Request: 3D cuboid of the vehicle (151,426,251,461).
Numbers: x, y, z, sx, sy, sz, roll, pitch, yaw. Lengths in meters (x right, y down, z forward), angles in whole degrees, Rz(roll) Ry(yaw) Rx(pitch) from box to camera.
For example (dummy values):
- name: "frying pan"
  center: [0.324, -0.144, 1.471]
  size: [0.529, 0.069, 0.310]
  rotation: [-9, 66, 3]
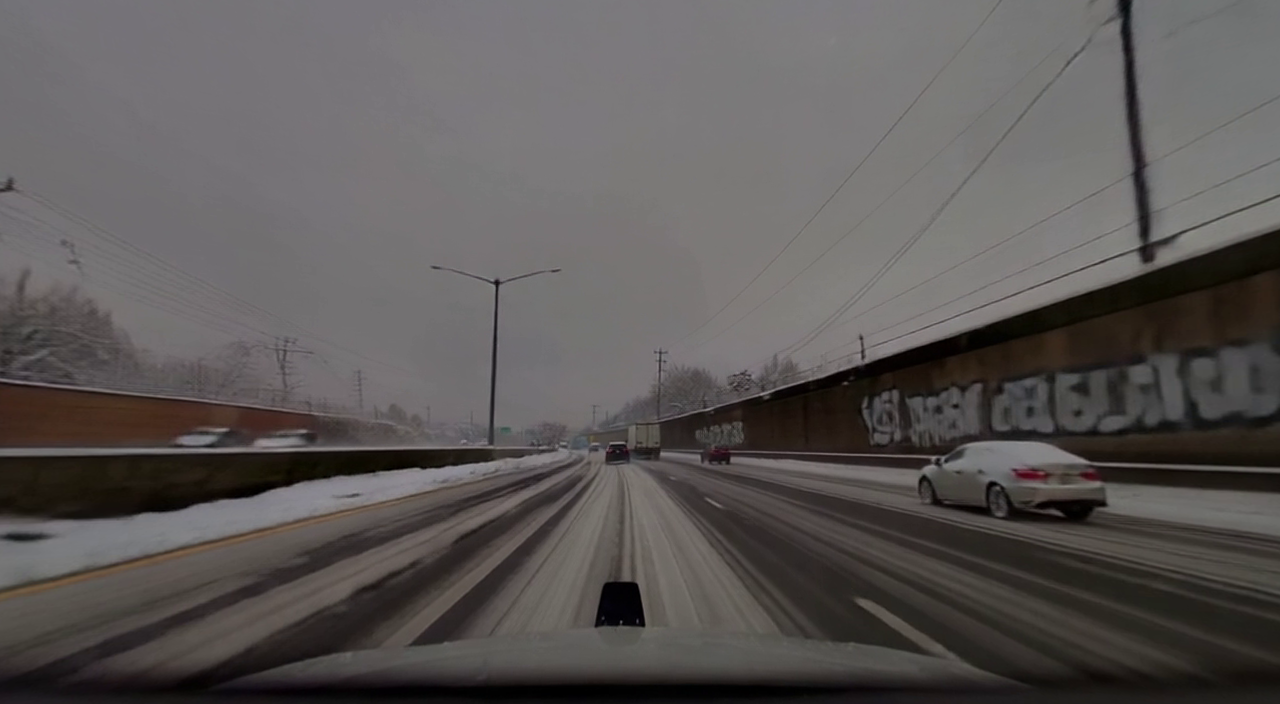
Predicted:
- name: "vehicle"
  center: [-21.353, 4.498, 30.947]
  size: [1.878, 1.566, 4.240]
  rotation: [0, -9, -1]

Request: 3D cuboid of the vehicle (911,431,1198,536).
- name: "vehicle"
  center: [7.071, 2.276, 11.602]
  size: [2.032, 1.525, 4.631]
  rotation: [0, -9, -1]

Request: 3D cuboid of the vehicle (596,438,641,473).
- name: "vehicle"
  center: [-1.122, 5.380, 33.007]
  size: [2.191, 1.685, 3.353]
  rotation: [0, -9, -2]

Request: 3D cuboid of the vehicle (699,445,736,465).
- name: "vehicle"
  center: [5.964, 8.004, 49.345]
  size: [2.018, 1.451, 4.762]
  rotation: [1, -9, -4]

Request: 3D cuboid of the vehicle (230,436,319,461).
- name: "vehicle"
  center: [-17.803, 4.731, 31.009]
  size: [1.812, 1.123, 4.446]
  rotation: [0, -9, -1]
